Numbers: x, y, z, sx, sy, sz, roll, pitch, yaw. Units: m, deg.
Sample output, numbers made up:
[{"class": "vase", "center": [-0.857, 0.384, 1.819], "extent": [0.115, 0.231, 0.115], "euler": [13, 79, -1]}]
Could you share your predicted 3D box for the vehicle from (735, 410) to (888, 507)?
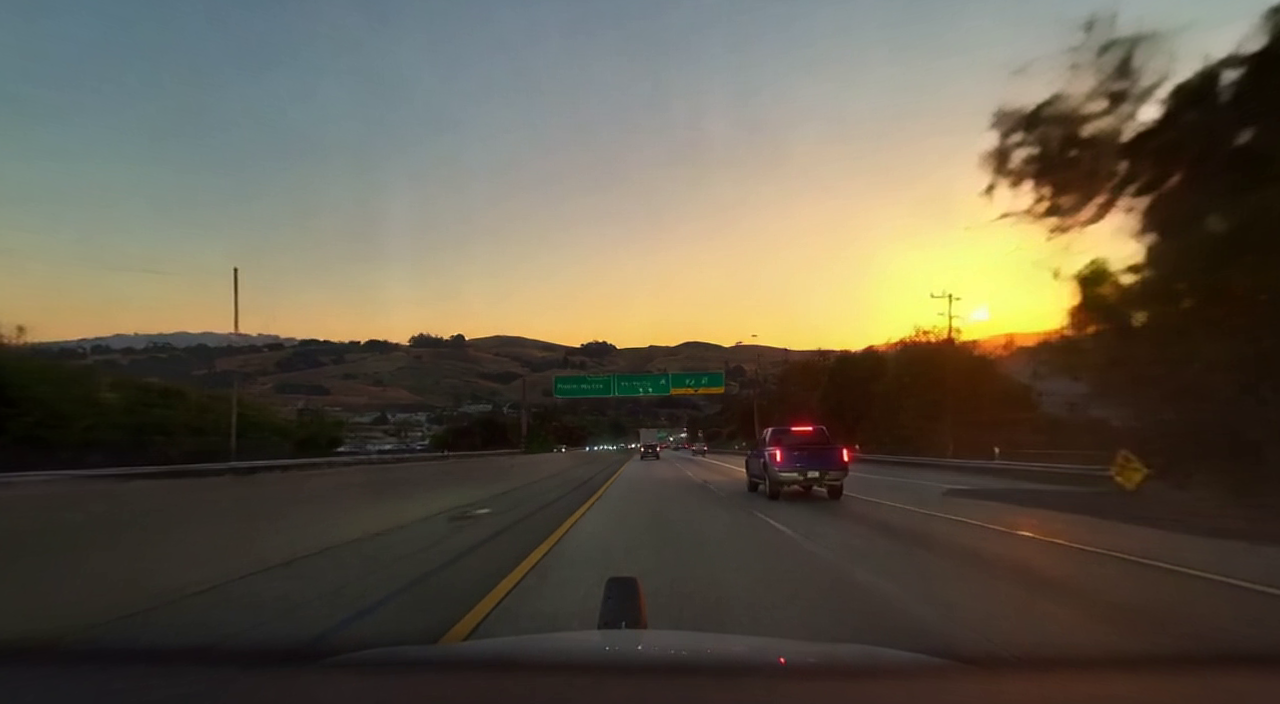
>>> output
[{"class": "vehicle", "center": [4.272, 2.833, 17.064], "extent": [2.594, 2.155, 5.670], "euler": [0, -9, 1]}]

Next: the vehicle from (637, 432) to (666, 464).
[{"class": "vehicle", "center": [0.864, 7.380, 48.342], "extent": [2.099, 2.260, 4.899], "euler": [0, -9, 0]}]
